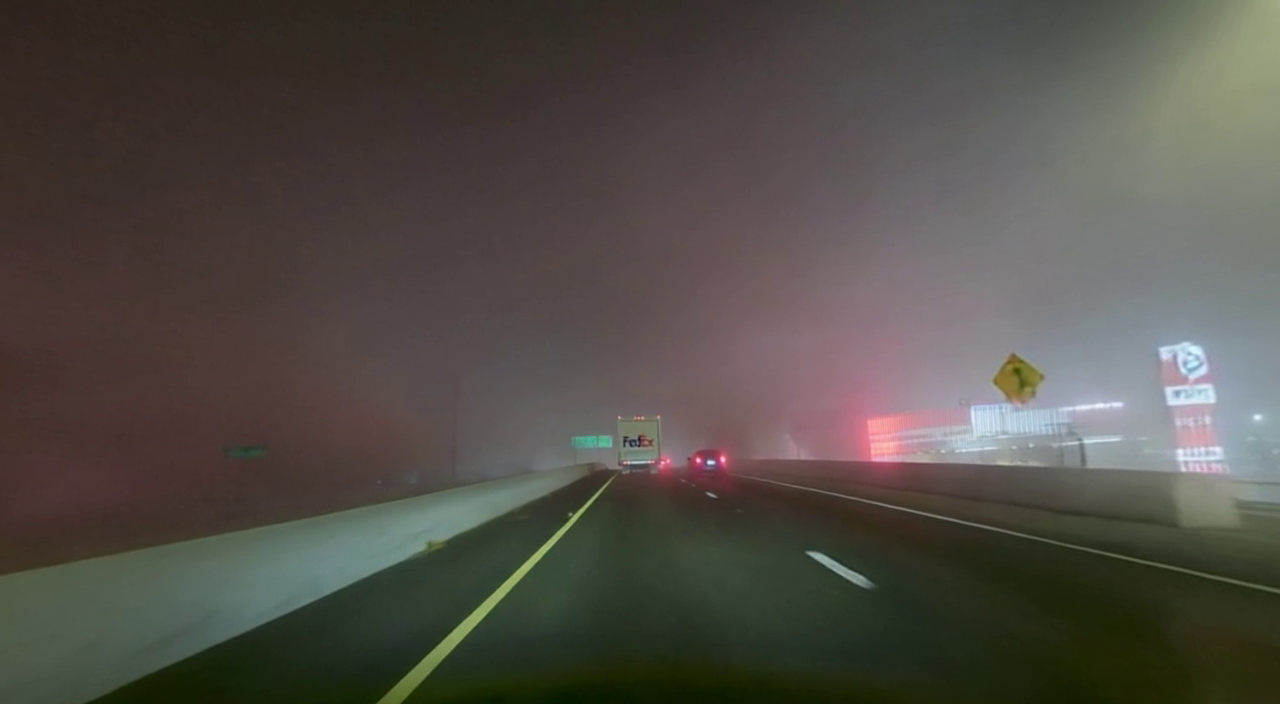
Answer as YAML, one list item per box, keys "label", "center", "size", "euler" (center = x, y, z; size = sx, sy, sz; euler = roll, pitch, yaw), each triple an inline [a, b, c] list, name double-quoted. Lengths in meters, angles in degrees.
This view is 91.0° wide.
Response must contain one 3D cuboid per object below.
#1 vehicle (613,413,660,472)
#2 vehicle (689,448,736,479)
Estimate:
- label: "vehicle"
  center: [-0.287, 7.226, 49.914]
  size: [3.243, 4.134, 11.656]
  euler: [0, -9, 0]
- label: "vehicle"
  center: [3.836, 5.968, 33.987]
  size: [1.966, 1.558, 4.238]
  euler: [0, -9, -1]
